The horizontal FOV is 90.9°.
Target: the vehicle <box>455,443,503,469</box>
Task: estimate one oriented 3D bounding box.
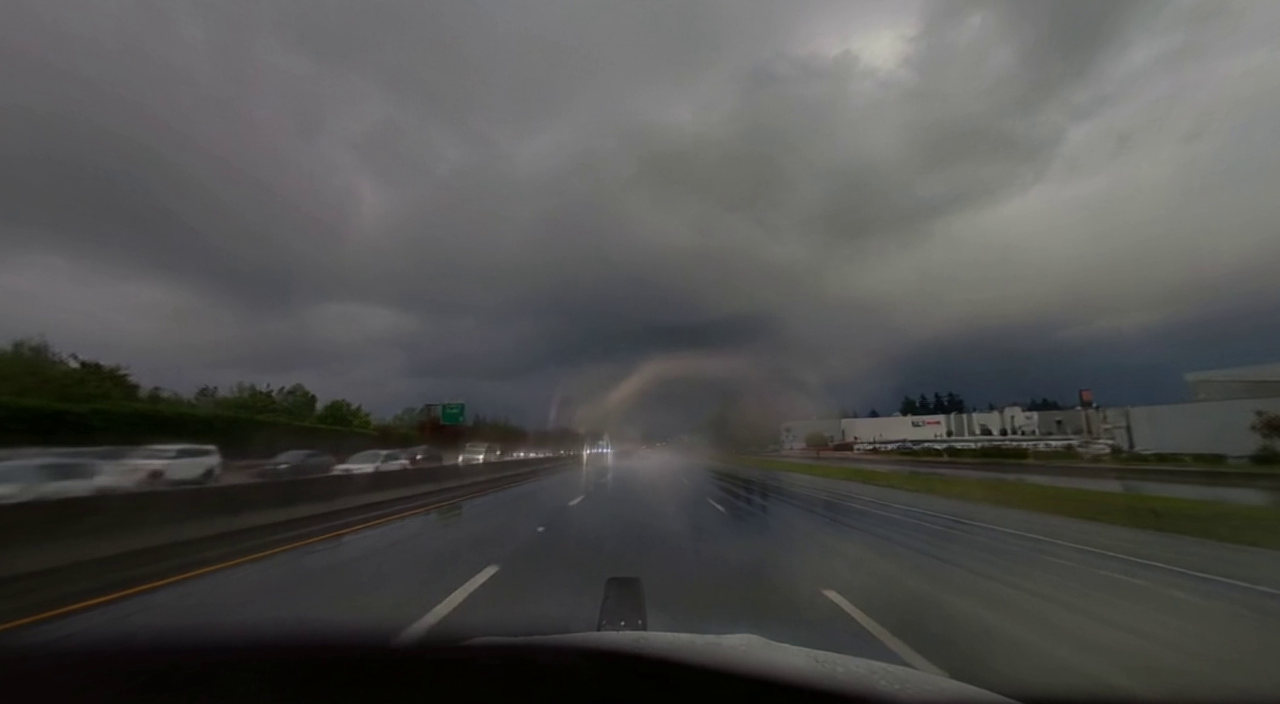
[{"bbox_3d":[-11.415,7.413,45.112,2.060,1.730,5.120,0,-9,0],"label":"vehicle"}]

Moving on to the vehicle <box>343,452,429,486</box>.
[{"bbox_3d":[-11.690,5.379,29.410,2.007,1.427,4.564,-1,-9,2],"label":"vehicle"}]

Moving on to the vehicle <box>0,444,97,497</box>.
[{"bbox_3d":[-20.106,3.742,20.090,1.882,1.583,4.054,0,-9,0],"label":"vehicle"}]

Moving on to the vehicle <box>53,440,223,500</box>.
[{"bbox_3d":[-16.061,3.777,20.550,1.883,1.691,4.383,0,-9,0],"label":"vehicle"}]

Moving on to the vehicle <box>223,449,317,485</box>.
[{"bbox_3d":[-16.154,5.031,27.748,1.835,1.455,3.673,-1,-9,1],"label":"vehicle"}]
